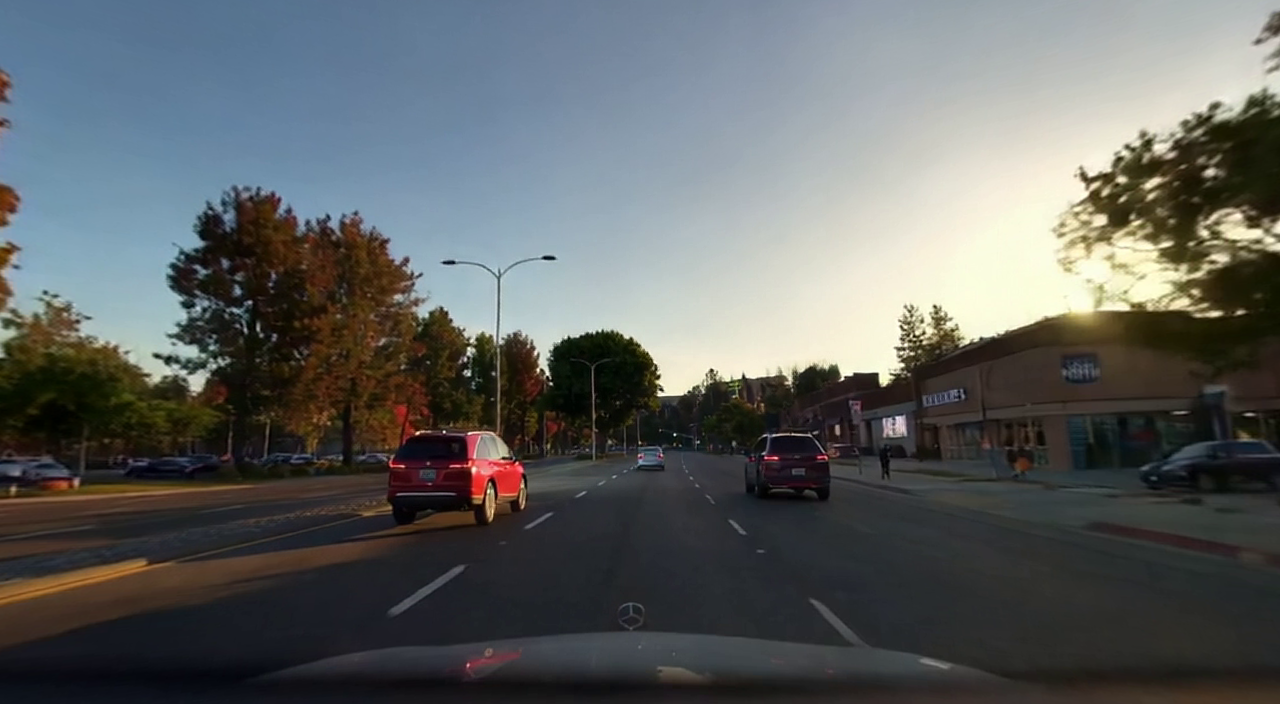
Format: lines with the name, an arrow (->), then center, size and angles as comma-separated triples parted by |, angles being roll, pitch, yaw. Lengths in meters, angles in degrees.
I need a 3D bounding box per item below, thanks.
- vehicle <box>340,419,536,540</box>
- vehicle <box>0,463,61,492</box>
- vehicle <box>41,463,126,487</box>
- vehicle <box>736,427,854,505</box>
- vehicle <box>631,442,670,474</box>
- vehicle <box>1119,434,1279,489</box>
vehicle -> -3.451, 2.268, 11.873 | 2.047, 1.810, 4.414 | 0, -8, 2
vehicle -> -42.630, 8.534, 42.846 | 4.648, 1.811, 2.029 | -1, -8, 6
vehicle -> -42.756, 9.448, 48.478 | 4.647, 1.733, 2.030 | 0, -8, 3
vehicle -> 3.938, 2.970, 16.852 | 2.083, 1.779, 4.347 | 0, -8, 1
vehicle -> 0.647, 5.932, 35.452 | 2.067, 1.702, 3.987 | 0, -8, 2
vehicle -> 18.167, 3.401, 19.784 | 4.601, 1.603, 1.852 | -4, -10, 28
